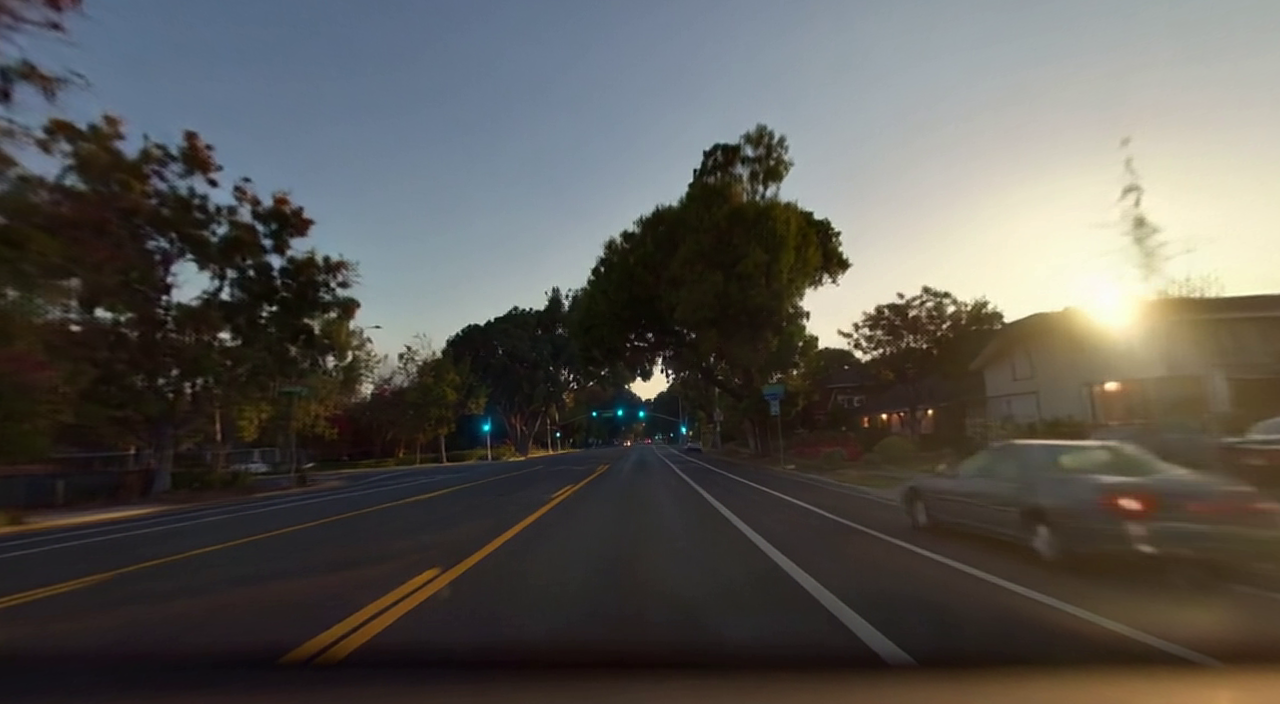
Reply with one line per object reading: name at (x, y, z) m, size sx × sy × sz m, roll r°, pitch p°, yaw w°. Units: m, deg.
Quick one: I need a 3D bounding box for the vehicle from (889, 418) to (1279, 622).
vehicle at (4.783, 1.575, 7.083) m, size 1.995 × 1.472 × 4.884 m, roll 0°, pitch -8°, yaw 0°
